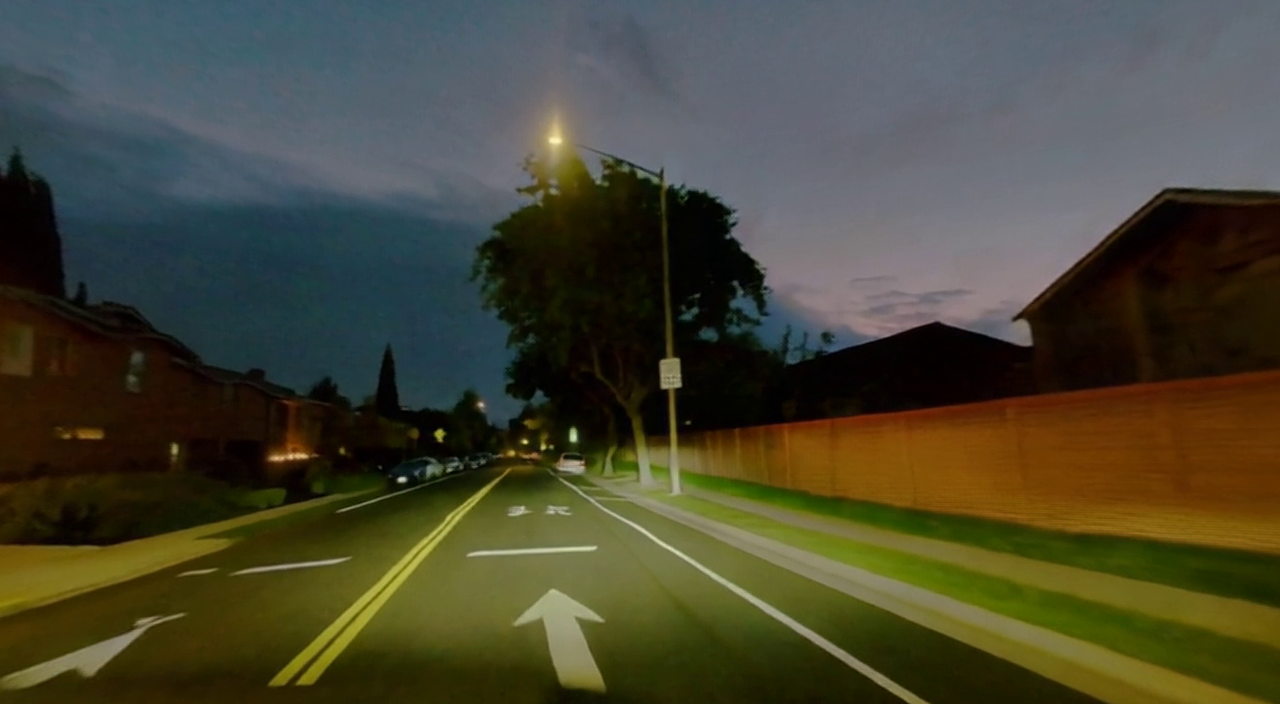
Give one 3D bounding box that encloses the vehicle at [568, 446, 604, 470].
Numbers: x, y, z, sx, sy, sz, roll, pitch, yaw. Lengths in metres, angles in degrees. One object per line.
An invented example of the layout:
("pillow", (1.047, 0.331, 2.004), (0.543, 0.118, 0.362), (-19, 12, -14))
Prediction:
("vehicle", (-4.277, 8.267, 49.326), (1.937, 1.752, 4.574), (2, -9, -15))
